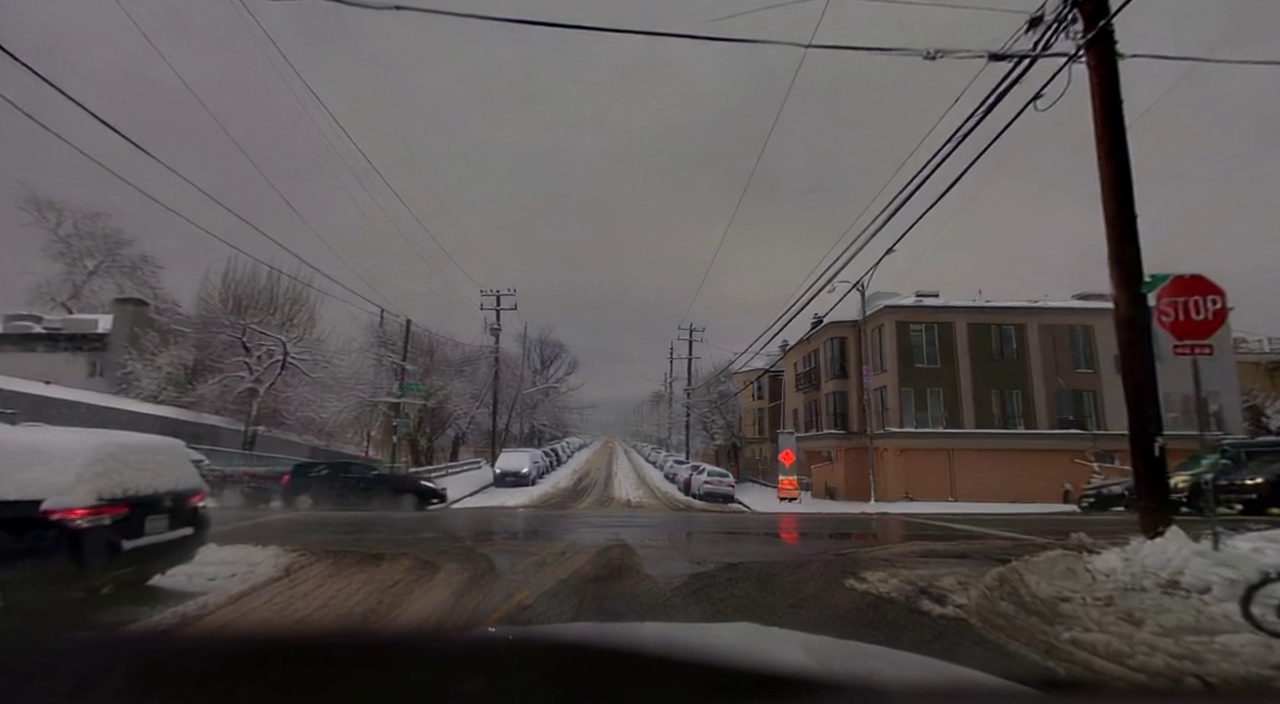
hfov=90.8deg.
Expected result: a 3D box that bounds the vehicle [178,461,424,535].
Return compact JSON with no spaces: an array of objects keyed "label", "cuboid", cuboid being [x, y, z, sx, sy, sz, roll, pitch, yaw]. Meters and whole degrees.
[{"label":"vehicle","cuboid":[-7.608,3.298,14.585,4.549,1.497,1.887,0,-8,-3]}]

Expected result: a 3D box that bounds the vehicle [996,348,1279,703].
[{"label":"vehicle","cuboid":[4.483,0.964,2.945,4.416,1.750,2.011,0,-9,-4]}]

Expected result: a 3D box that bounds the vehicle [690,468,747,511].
[{"label":"vehicle","cuboid":[3.786,6.674,31.068,2.007,1.804,4.136,0,-9,-4]}]

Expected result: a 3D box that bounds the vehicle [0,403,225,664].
[{"label":"vehicle","cuboid":[-6.616,1.166,4.987,5.025,1.648,2.055,5,-12,-2]}]
